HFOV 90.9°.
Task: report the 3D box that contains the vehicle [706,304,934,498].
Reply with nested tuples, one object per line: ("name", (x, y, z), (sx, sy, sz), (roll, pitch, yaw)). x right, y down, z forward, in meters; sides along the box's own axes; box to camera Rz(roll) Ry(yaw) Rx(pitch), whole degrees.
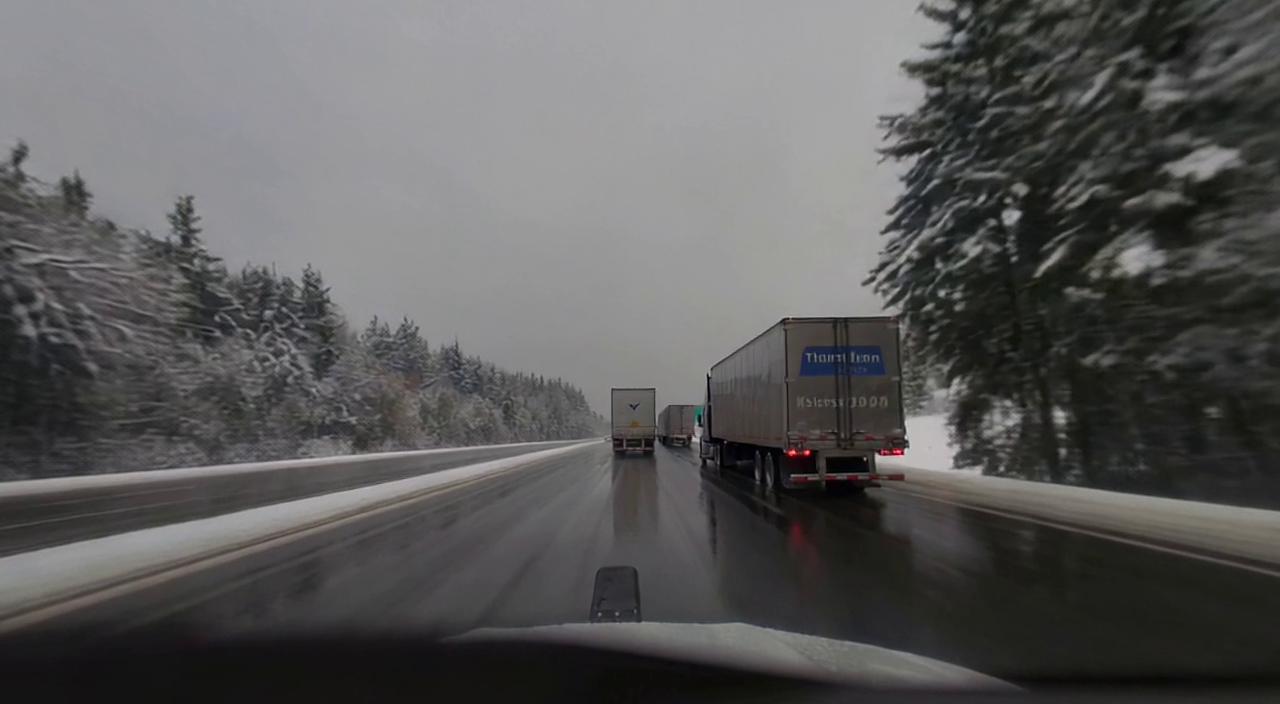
("vehicle", (4.562, 1.985, 20.712), (2.856, 4.145, 14.500), (0, -8, -2))

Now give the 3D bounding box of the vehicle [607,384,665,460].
("vehicle", (-0.294, 4.305, 37.809), (2.958, 3.917, 10.196), (0, -8, -1))
